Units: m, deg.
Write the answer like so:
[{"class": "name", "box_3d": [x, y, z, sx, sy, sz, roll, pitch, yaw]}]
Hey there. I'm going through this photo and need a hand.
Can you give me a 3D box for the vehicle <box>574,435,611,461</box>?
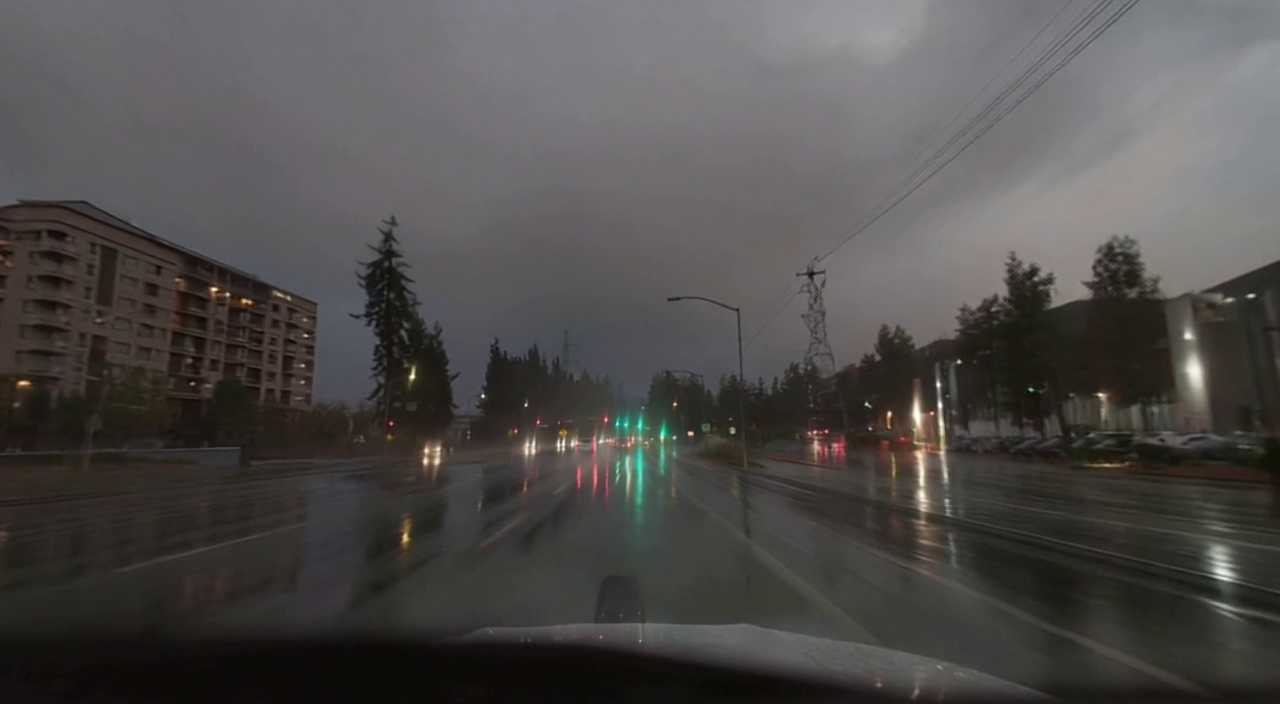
[{"class": "vehicle", "box_3d": [-3.204, 6.553, 43.255, 2.121, 1.654, 3.993, 0, -8, 1]}]
